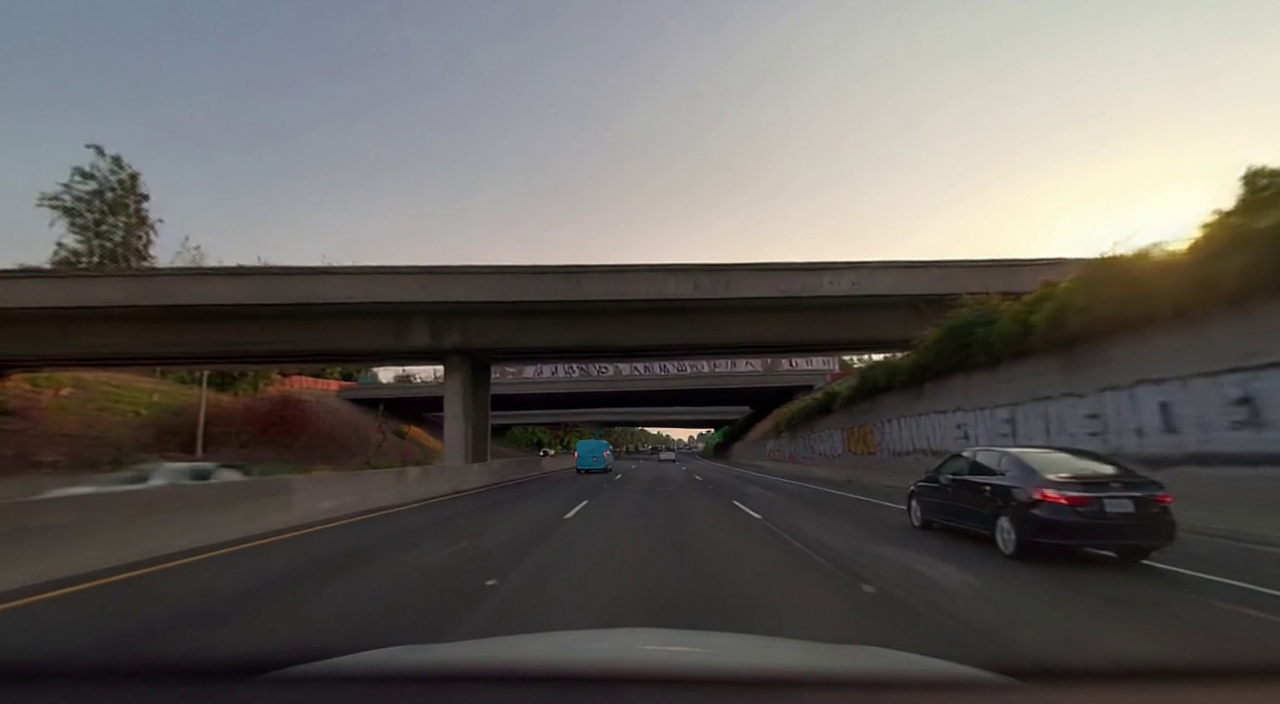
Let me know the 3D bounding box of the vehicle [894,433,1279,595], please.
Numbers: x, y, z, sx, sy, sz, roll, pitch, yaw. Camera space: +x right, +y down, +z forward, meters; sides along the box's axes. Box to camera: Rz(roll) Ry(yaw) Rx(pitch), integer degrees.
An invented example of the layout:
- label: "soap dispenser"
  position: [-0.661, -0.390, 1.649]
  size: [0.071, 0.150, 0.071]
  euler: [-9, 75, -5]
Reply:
- label: "vehicle"
  position: [5.284, 1.871, 8.286]
  size: [1.972, 1.492, 4.623]
  euler: [0, -9, 0]

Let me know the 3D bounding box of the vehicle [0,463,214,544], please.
- label: "vehicle"
  position: [-12.193, 3.320, 14.405]
  size: [1.912, 1.440, 4.266]
  euler: [0, -9, 1]

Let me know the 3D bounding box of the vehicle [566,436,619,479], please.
- label: "vehicle"
  position: [-2.359, 5.475, 33.045]
  size: [2.310, 2.030, 5.094]
  euler: [0, -9, 1]
